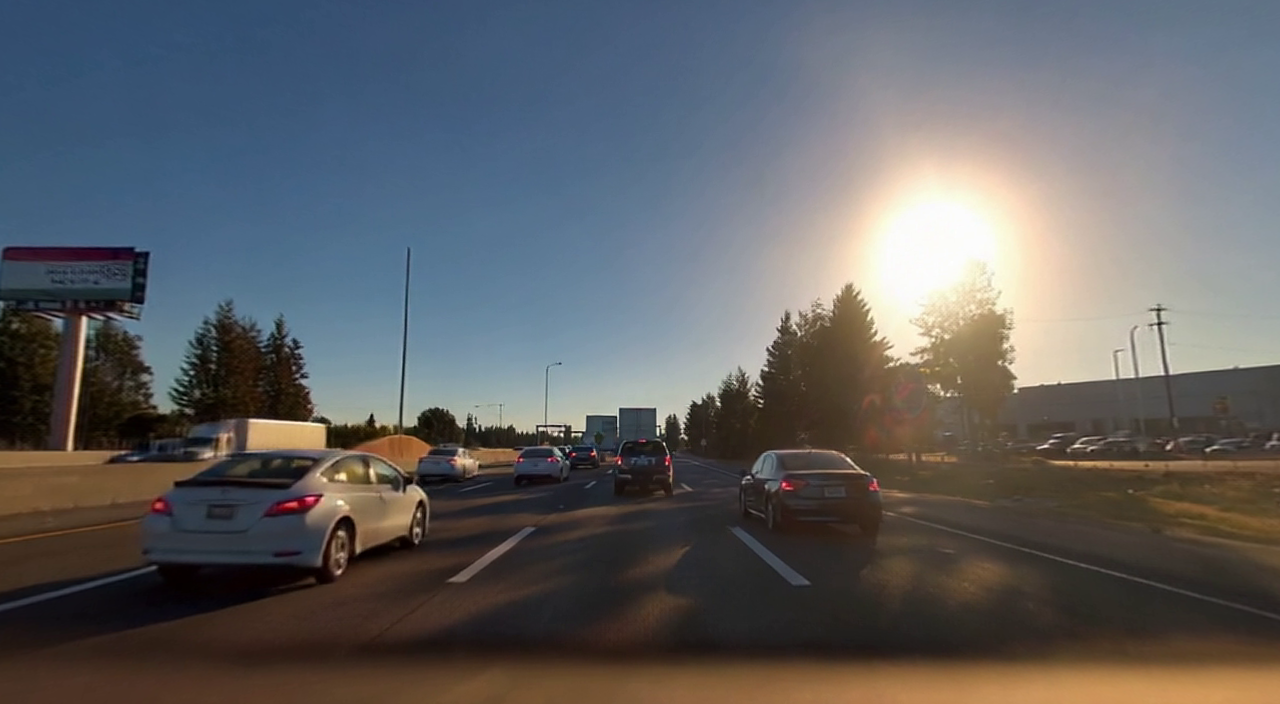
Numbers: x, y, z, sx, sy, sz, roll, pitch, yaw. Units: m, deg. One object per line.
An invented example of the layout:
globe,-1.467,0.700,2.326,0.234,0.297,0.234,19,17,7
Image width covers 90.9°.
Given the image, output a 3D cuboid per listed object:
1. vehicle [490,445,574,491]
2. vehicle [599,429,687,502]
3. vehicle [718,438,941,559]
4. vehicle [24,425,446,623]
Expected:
vehicle,-3.678,4.048,22.382,2.132,1.464,4.481,0,-9,1
vehicle,0.106,3.110,17.566,2.152,1.779,3.924,0,-9,1
vehicle,2.623,2.149,10.084,2.018,1.470,4.491,0,-9,-2
vehicle,-3.763,1.642,6.992,1.883,1.500,4.161,0,-9,0
